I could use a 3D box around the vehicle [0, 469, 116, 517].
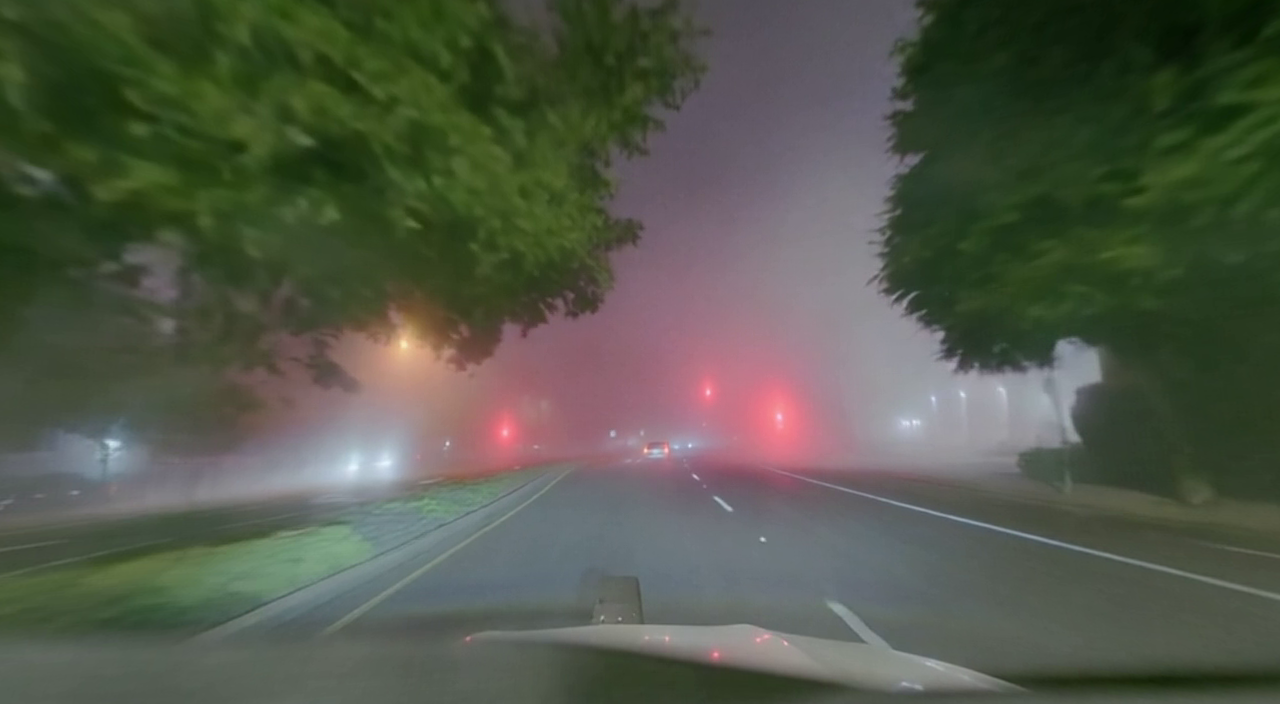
[{"bbox_3d":[-25.530,6.054,27.350,1.956,1.637,4.323,-4,-8,1],"label":"vehicle"}]

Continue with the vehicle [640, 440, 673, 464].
[{"bbox_3d":[1.190,6.894,43.717,2.037,1.568,3.693,-1,-8,4],"label":"vehicle"}]

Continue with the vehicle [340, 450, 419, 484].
[{"bbox_3d":[-15.659,6.917,38.362,2.292,1.843,5.642,-1,-8,1],"label":"vehicle"}]
